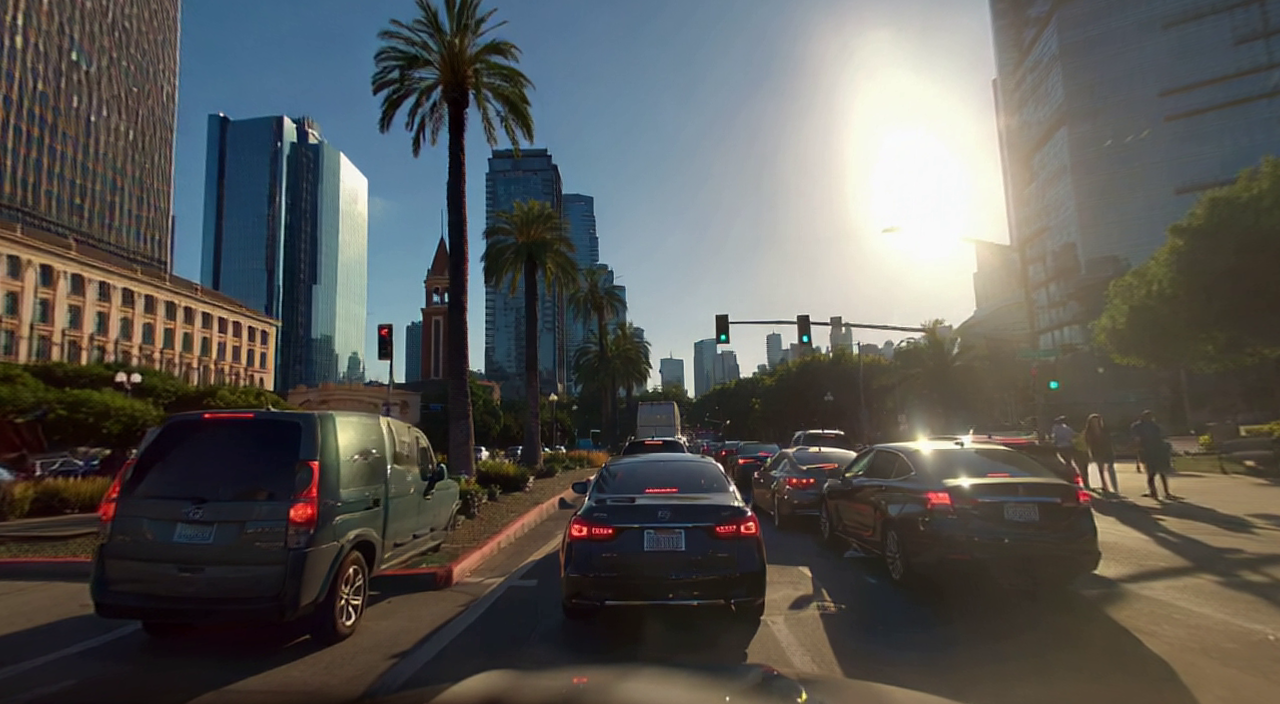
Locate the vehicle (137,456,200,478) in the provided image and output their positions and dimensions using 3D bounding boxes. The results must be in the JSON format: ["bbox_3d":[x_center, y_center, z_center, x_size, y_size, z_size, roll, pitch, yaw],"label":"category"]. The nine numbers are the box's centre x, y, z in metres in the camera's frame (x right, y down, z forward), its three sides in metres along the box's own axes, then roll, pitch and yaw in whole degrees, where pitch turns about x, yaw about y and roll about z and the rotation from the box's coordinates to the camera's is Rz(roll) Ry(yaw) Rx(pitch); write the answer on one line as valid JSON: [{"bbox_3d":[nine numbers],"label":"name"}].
[{"bbox_3d":[-36.768,8.978,49.222,1.700,1.527,4.445,1,-9,-4],"label":"vehicle"}]

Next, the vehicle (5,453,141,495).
[{"bbox_3d":[-26.698,5.719,29.931,2.105,1.793,4.812,0,-9,-4],"label":"vehicle"}]

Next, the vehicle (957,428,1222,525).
[{"bbox_3d":[8.177,2.283,12.089,1.859,1.508,4.259,0,-9,-1],"label":"vehicle"}]

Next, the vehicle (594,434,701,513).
[{"bbox_3d":[0.177,2.612,13.994,2.048,1.503,3.681,0,-9,1],"label":"vehicle"}]

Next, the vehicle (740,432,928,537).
[{"bbox_3d":[3.113,2.222,11.194,1.913,1.469,4.425,0,-9,0],"label":"vehicle"}]
